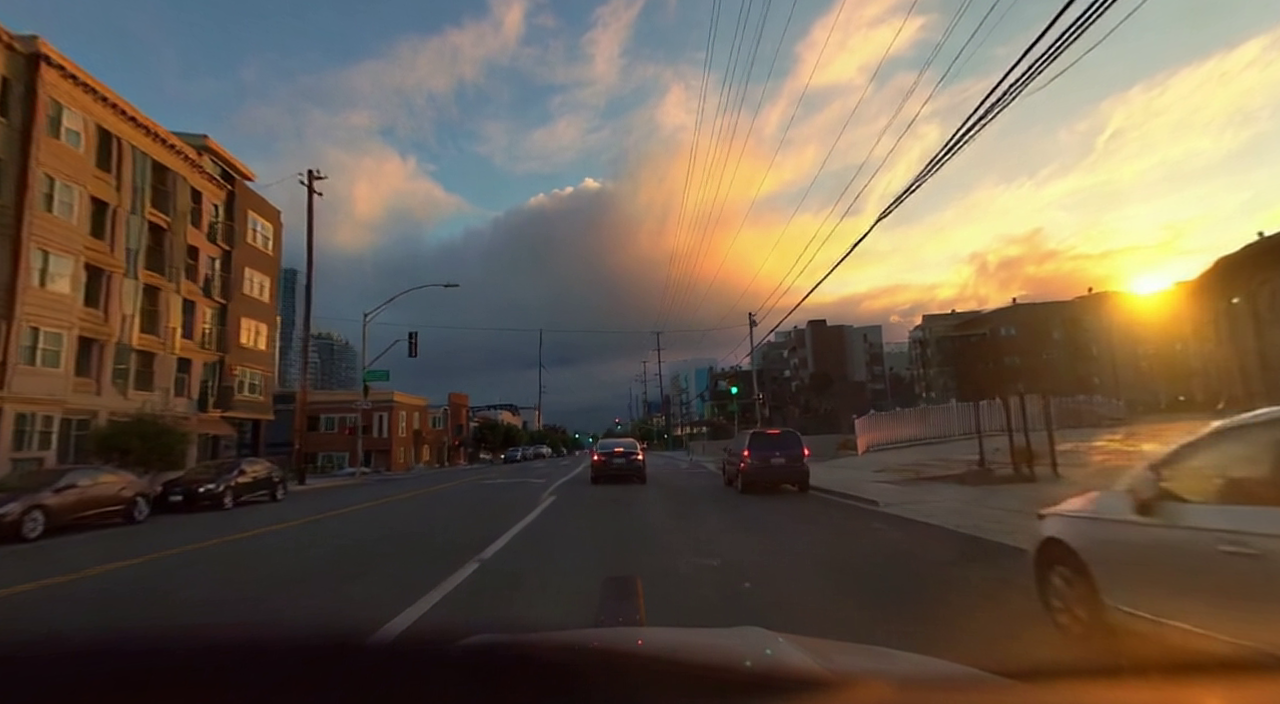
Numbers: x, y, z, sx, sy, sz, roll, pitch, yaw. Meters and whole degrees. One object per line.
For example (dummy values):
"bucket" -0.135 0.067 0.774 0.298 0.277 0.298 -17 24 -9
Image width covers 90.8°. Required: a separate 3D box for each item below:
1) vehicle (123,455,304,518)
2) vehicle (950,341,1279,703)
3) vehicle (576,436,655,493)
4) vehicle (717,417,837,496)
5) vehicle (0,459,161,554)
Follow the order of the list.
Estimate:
"vehicle" -12.005 3.780 18.292 1.910 1.498 4.662 0 -8 1
"vehicle" 3.687 0.887 2.868 2.186 1.764 4.470 0 -8 -1
"vehicle" -0.649 3.190 18.281 2.019 1.453 4.129 0 -8 0
"vehicle" 3.704 2.962 18.211 2.248 1.945 5.011 0 -8 -1
"vehicle" -12.008 2.950 12.524 2.004 1.526 3.807 0 -8 0
